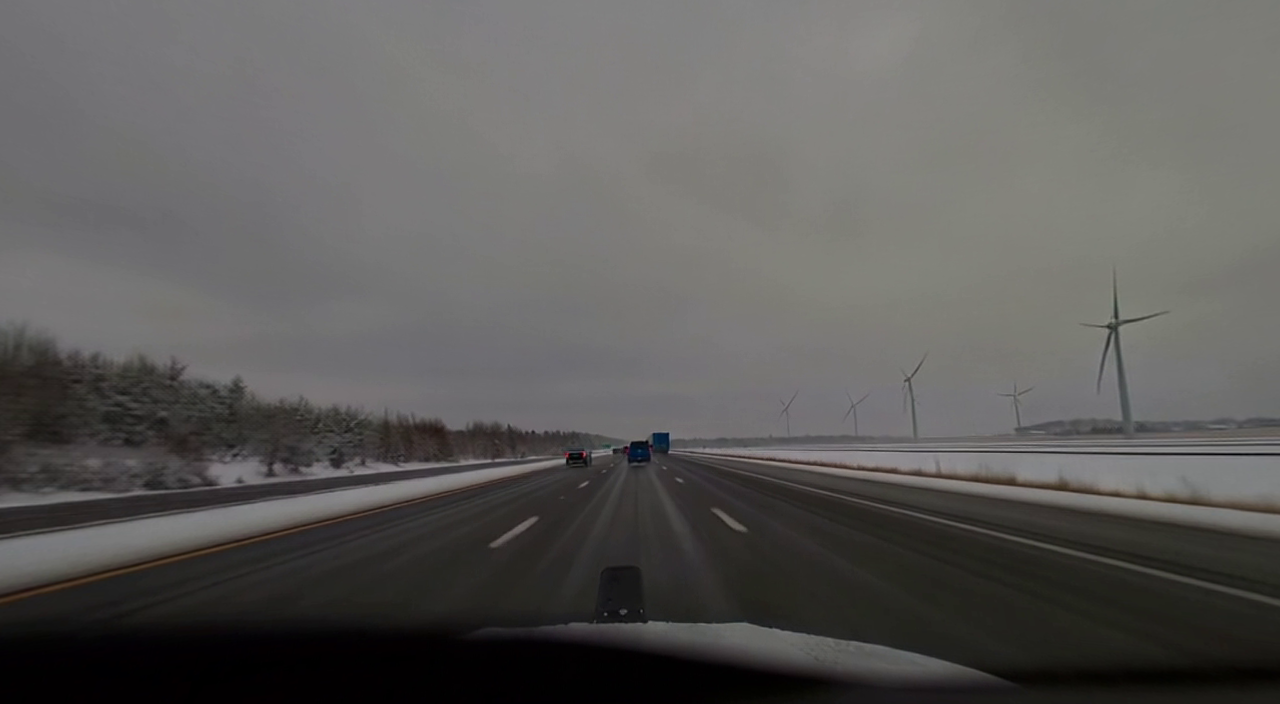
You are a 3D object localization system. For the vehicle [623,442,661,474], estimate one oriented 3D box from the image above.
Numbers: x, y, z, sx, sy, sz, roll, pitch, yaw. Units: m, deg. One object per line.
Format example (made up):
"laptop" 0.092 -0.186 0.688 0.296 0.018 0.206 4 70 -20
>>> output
"vehicle" 0.106 6.114 36.473 2.083 1.689 4.083 0 -9 0

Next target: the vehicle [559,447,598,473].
"vehicle" -3.809 6.726 39.424 1.984 1.491 4.341 0 -9 0
